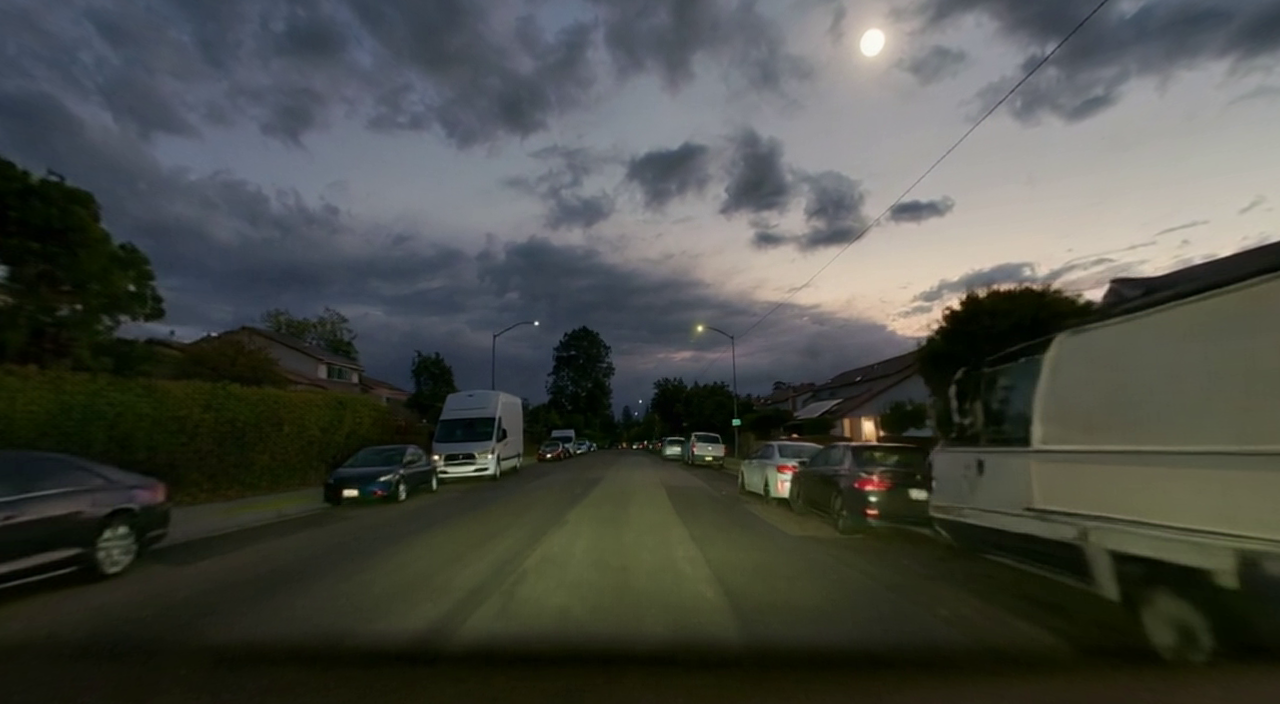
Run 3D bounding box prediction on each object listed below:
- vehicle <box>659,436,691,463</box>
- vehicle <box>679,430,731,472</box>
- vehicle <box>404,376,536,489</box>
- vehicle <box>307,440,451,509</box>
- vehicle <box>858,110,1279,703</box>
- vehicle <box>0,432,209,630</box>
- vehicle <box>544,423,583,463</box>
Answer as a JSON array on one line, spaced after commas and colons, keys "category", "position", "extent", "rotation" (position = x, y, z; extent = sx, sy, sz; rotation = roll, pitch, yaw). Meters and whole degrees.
[{"category": "vehicle", "position": [2.492, 7.041, 45.724], "extent": [1.918, 1.815, 4.400], "rotation": [0, -8, -1]}, {"category": "vehicle", "position": [3.090, 4.795, 30.896], "extent": [1.965, 1.855, 4.677], "rotation": [0, -8, -1]}, {"category": "vehicle", "position": [-6.143, 3.121, 24.349], "extent": [2.896, 3.648, 8.004], "rotation": [0, -8, -1]}, {"category": "vehicle", "position": [-6.261, 2.934, 15.686], "extent": [1.921, 1.470, 4.068], "rotation": [0, -8, -1]}, {"category": "vehicle", "position": [3.398, 0.636, 4.123], "extent": [2.215, 2.542, 4.550], "rotation": [-2, -7, 0]}, {"category": "vehicle", "position": [-6.028, 1.470, 5.174], "extent": [1.818, 1.563, 4.483], "rotation": [-1, -9, 0]}, {"category": "vehicle", "position": [-5.747, 6.899, 47.718], "extent": [2.408, 2.782, 3.837], "rotation": [-3, -8, 1]}]
